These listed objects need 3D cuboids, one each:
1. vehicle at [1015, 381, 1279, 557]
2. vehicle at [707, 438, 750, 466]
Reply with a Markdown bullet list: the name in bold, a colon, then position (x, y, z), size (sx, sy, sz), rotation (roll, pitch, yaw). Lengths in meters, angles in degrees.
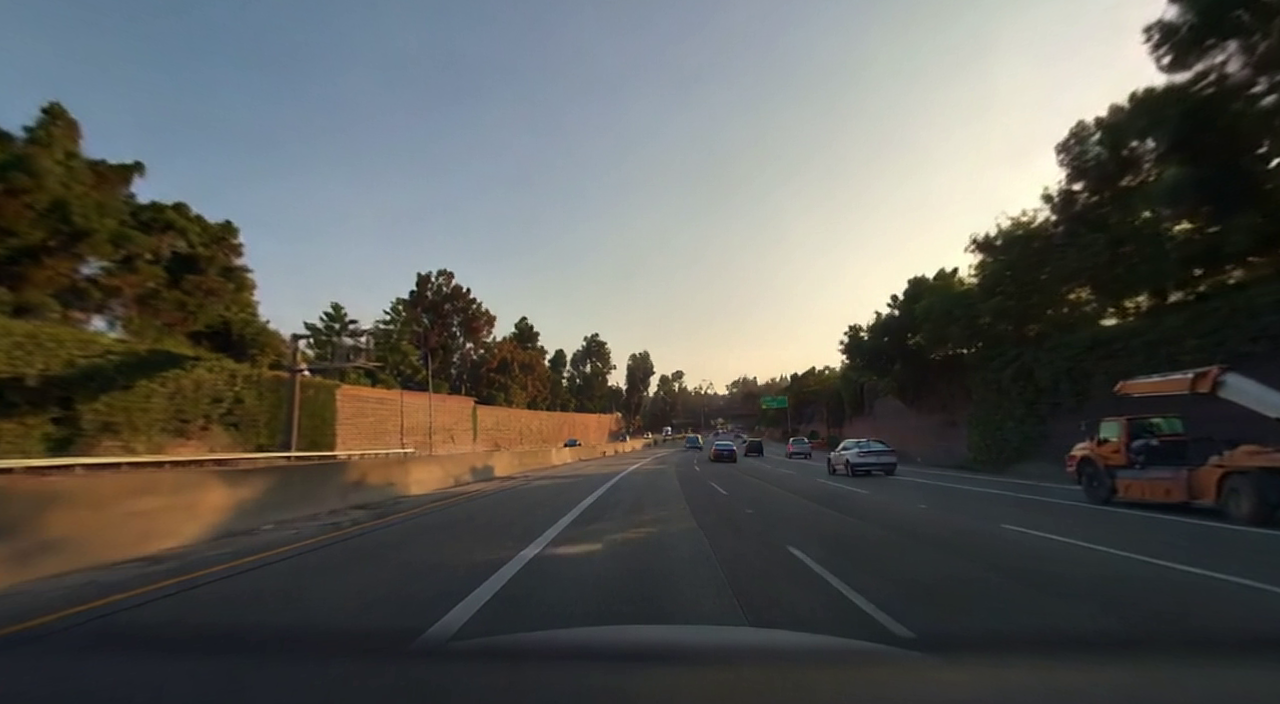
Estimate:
- **vehicle**: position (8.140, 1.576, 8.980), size (2.188, 1.924, 5.511), rotation (0, -8, 0)
- **vehicle**: position (4.905, 5.621, 35.593), size (1.926, 1.477, 4.080), rotation (-1, -8, 2)
